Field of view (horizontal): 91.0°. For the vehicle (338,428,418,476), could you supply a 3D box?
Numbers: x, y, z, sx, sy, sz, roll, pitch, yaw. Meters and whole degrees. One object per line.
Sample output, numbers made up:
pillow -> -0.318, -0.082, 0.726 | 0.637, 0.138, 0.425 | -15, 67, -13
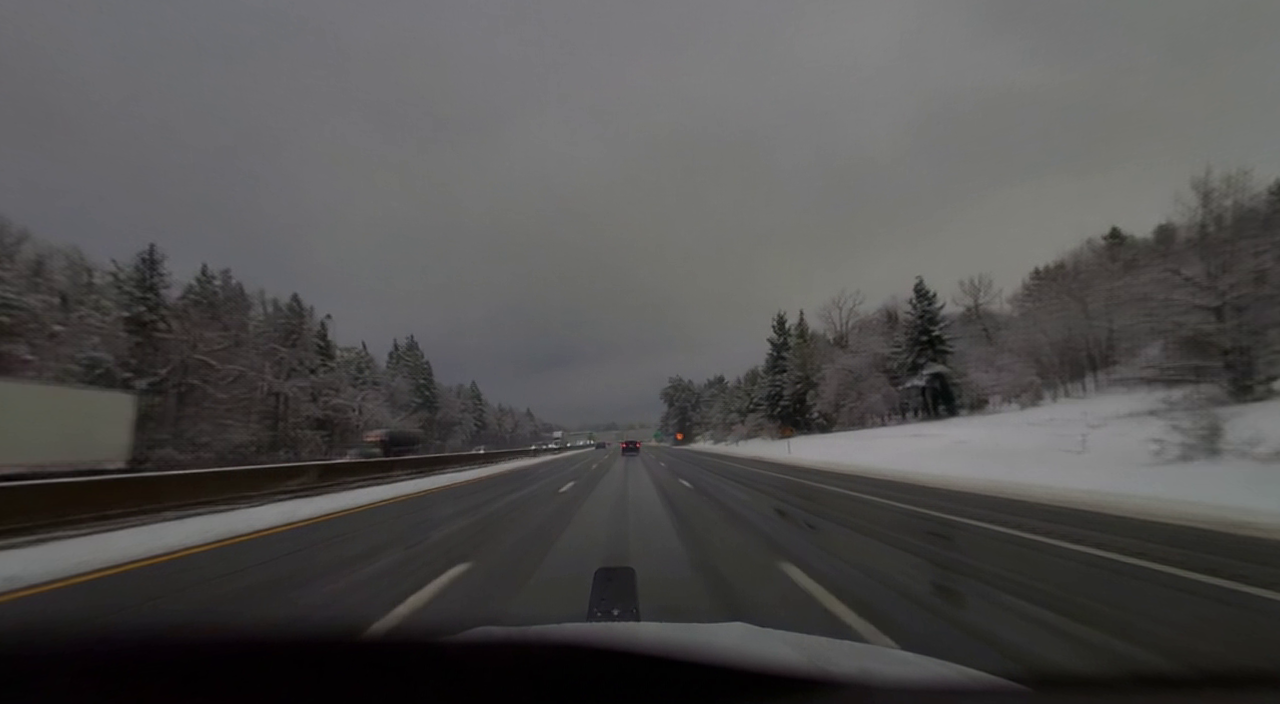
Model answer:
vehicle -> -19.500, 7.476, 47.481 | 2.739, 3.229, 7.874 | -1, -8, 0

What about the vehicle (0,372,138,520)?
vehicle -> -19.320, 2.326, 15.310 | 2.955, 4.092, 13.867 | 0, -8, -1

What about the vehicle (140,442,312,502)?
vehicle -> -11.885, 3.427, 18.558 | 1.985, 1.503, 4.545 | -1, -8, 0

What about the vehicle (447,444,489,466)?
vehicle -> -12.801, 7.694, 47.147 | 1.962, 1.479, 4.434 | 0, -8, -1

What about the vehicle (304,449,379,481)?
vehicle -> -15.903, 6.019, 33.804 | 1.847, 1.476, 4.561 | 0, -8, -1
